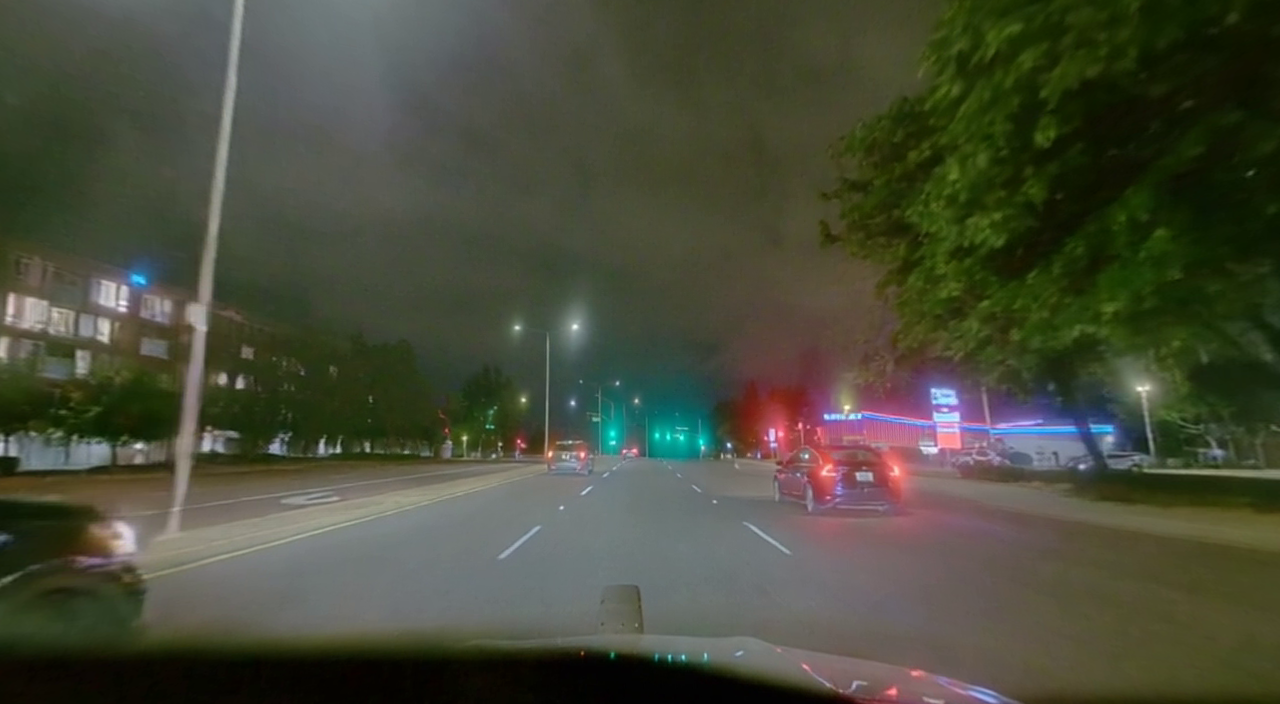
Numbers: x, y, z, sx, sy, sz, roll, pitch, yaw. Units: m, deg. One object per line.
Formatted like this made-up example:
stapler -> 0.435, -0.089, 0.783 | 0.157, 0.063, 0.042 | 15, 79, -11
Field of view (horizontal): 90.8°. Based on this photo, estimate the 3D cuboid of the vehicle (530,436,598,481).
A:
vehicle -> -3.257, 4.706, 28.204 | 2.305, 1.833, 4.912 | 0, -9, 1

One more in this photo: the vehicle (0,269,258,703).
vehicle -> -3.264, 0.466, 0.591 | 2.450, 1.866, 5.416 | 0, -9, -1

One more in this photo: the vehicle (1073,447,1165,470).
vehicle -> 31.328, 6.955, 41.400 | 4.274, 1.448, 2.050 | 0, -9, 1

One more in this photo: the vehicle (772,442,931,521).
vehicle -> 4.474, 2.791, 14.227 | 1.960, 1.471, 4.378 | 0, -9, -1
